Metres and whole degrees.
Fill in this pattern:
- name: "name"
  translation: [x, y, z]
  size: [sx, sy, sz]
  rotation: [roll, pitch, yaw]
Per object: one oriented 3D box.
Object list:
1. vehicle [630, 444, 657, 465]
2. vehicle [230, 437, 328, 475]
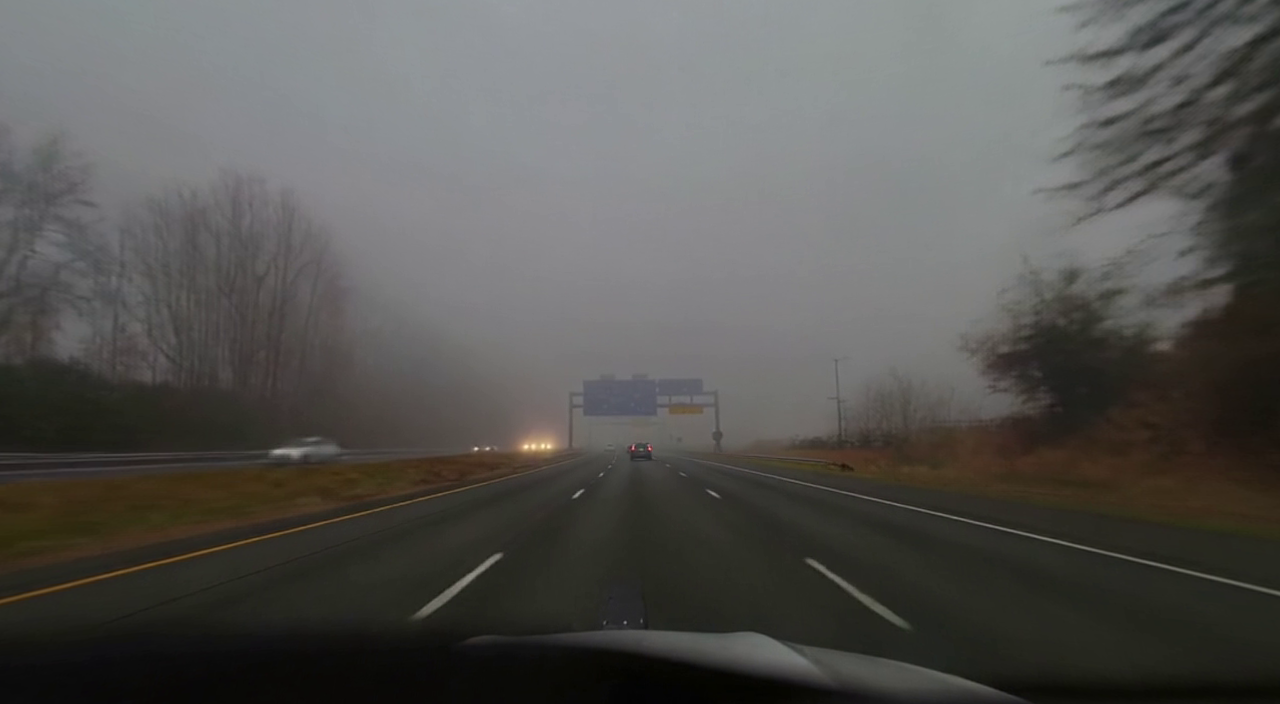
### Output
- name: "vehicle"
  translation: [0.253, 7.412, 45.613]
  size: [1.859, 1.478, 3.799]
  rotation: [0, -9, 0]
- name: "vehicle"
  translation: [-16.896, 4.886, 29.667]
  size: [1.951, 1.640, 4.508]
  rotation: [0, -9, 0]
